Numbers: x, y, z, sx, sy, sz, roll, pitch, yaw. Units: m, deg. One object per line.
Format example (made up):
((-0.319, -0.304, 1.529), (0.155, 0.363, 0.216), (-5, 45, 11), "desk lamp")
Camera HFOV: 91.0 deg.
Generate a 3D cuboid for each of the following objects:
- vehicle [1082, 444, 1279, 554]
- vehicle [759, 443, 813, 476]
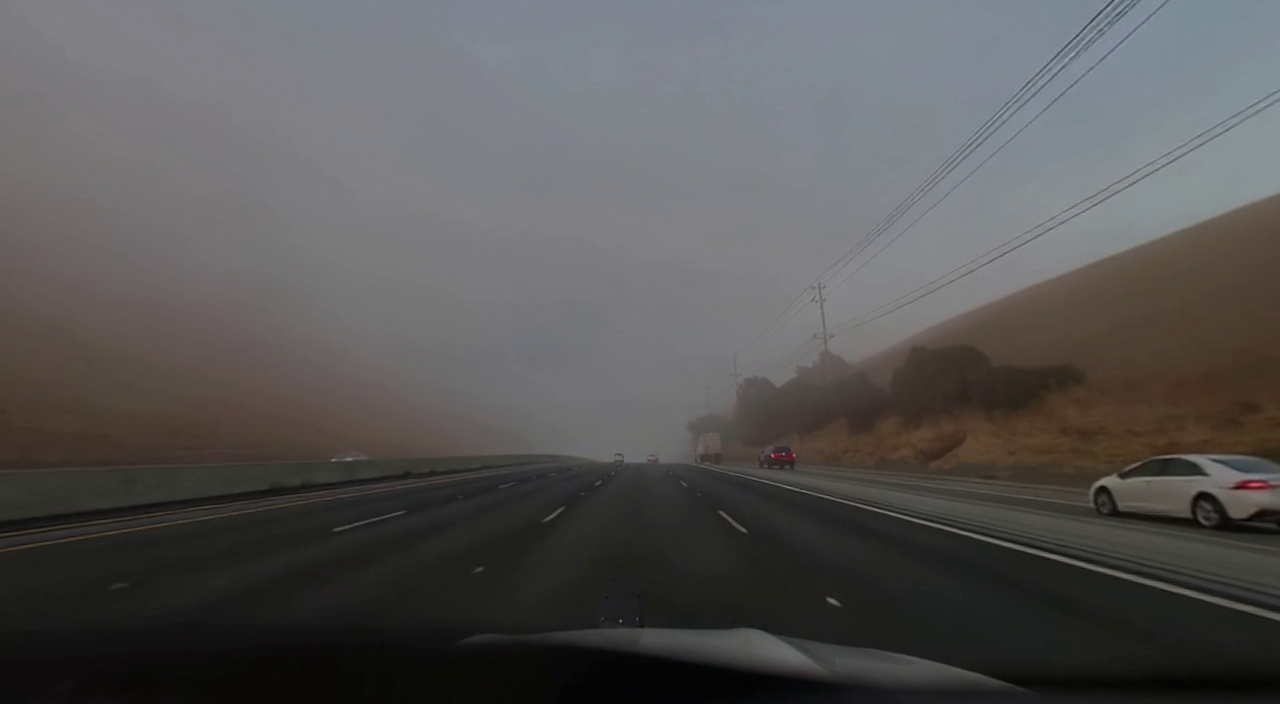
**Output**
((9.665, 2.289, 10.424), (1.884, 1.486, 3.770), (0, -9, -1), "vehicle")
((8.741, 6.476, 38.153), (2.108, 1.870, 4.435), (0, -9, -1), "vehicle")
